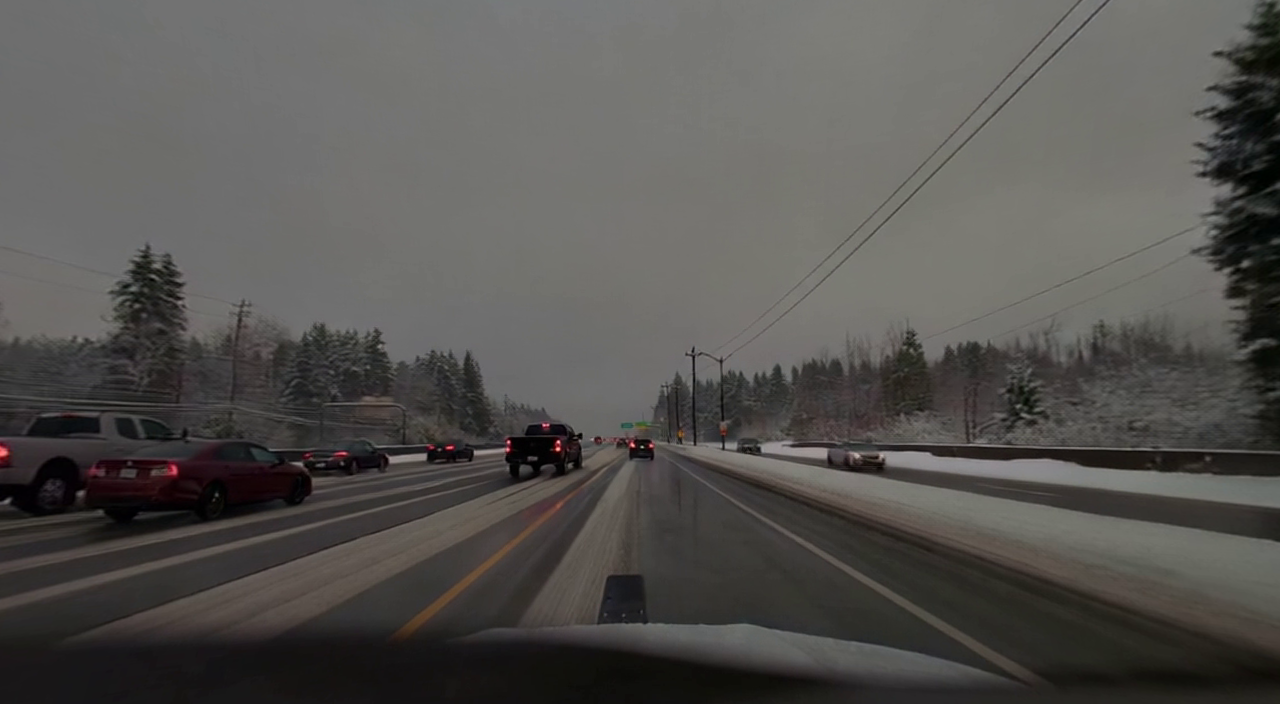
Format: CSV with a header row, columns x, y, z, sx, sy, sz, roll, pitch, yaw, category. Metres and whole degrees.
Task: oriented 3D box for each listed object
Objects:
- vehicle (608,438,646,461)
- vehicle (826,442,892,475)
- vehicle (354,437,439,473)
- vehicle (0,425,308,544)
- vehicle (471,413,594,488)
x,y,z,sx,sy,sz,roll,pitch,yaw,category
-0.854,6.733,43.517,2.013,1.444,4.447,-1,-8,6,vehicle
11.973,5.828,34.666,2.048,1.720,4.524,0,-8,1,vehicle
-10.849,4.611,28.418,1.884,1.453,4.579,0,-8,2,vehicle
-7.635,1.989,10.162,1.964,1.481,4.425,0,-8,2,vehicle
-3.251,3.225,20.902,2.815,2.092,6.526,0,-8,1,vehicle
